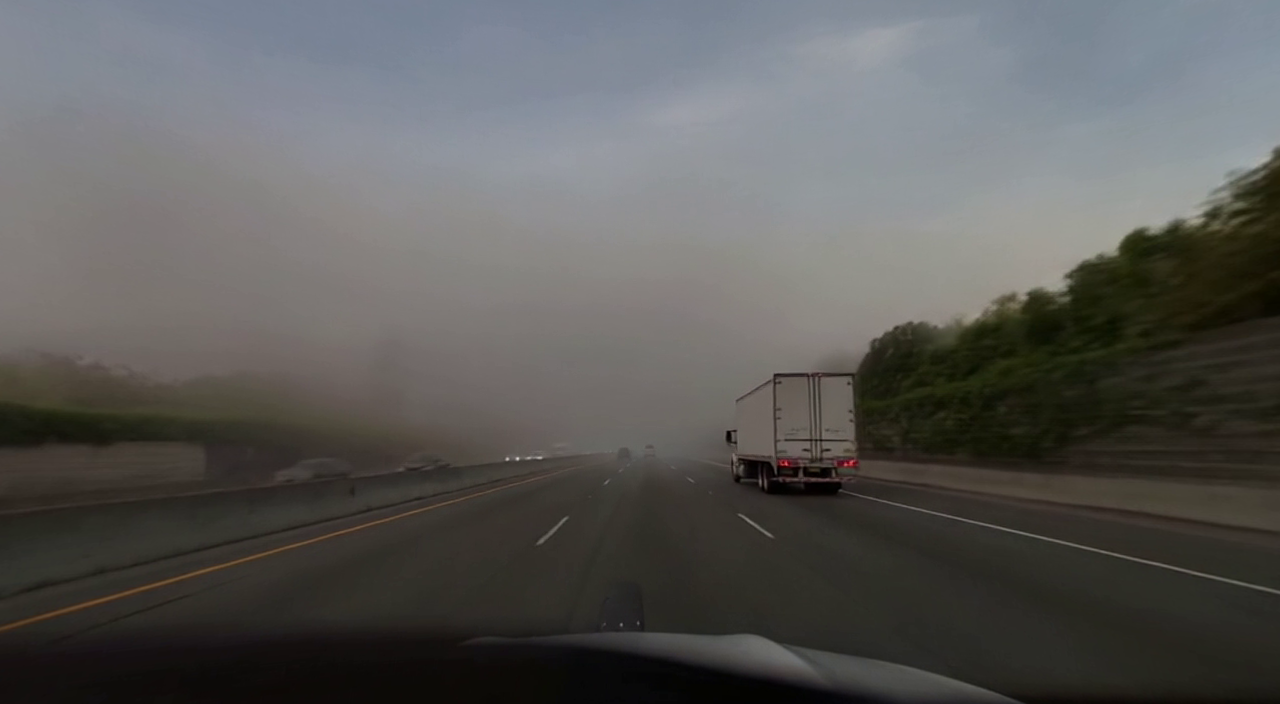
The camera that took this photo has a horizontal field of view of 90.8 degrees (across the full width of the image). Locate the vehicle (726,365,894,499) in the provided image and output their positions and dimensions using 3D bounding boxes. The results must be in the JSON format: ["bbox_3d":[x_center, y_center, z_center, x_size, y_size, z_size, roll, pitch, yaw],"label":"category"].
[{"bbox_3d":[4.745,2.594,19.708,2.771,3.313,8.121,0,-9,-1],"label":"vehicle"}]

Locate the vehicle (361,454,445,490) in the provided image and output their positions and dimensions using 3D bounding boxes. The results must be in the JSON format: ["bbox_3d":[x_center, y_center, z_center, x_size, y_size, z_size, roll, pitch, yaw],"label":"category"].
[{"bbox_3d":[-10.805,5.478,29.147,2.192,1.516,4.296,0,-9,0],"label":"vehicle"}]

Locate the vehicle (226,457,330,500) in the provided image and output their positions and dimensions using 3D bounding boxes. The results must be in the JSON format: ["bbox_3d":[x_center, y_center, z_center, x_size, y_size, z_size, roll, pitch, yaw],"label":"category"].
[{"bbox_3d":[-14.358,5.009,25.304,1.841,1.561,3.800,0,-9,1],"label":"vehicle"}]
